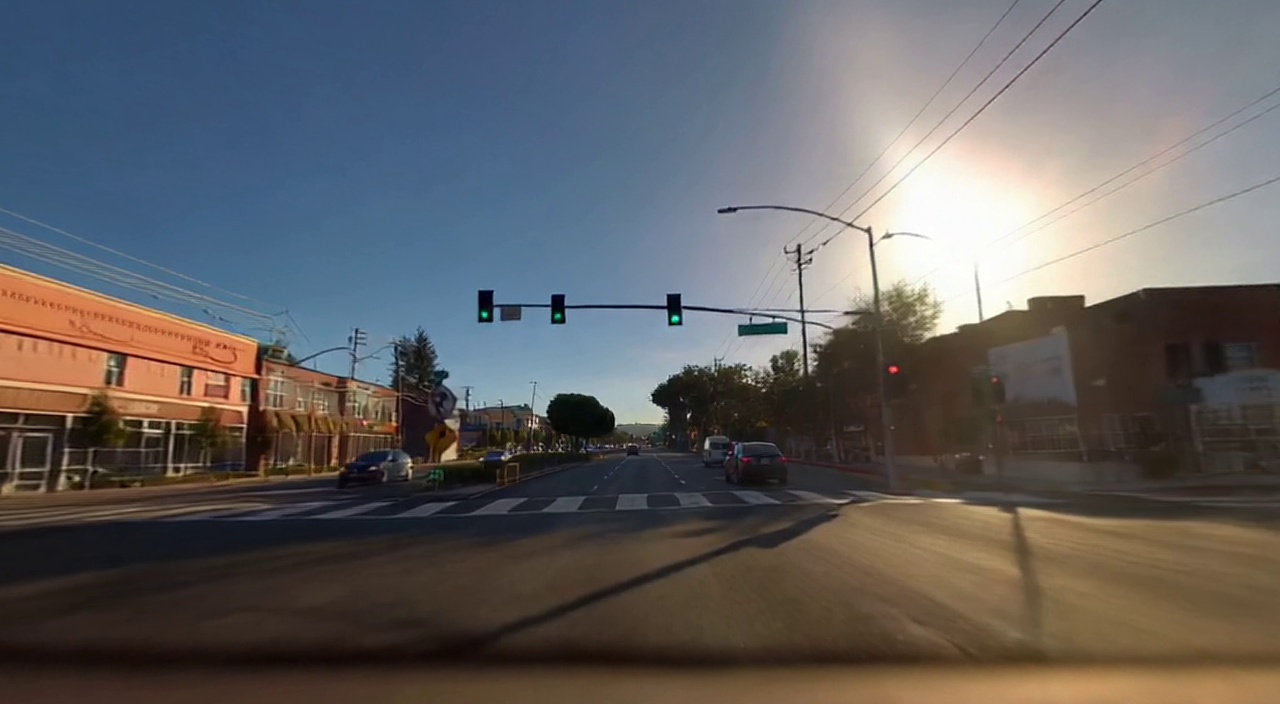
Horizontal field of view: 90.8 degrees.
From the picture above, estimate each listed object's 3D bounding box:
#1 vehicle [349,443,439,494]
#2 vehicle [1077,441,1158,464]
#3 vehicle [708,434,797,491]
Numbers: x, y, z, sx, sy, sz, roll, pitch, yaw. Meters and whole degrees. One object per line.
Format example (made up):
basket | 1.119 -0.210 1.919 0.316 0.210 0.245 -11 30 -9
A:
vehicle | -9.197 4.341 24.016 1.816 1.478 4.404 -2 -6 -2
vehicle | 34.610 7.292 45.825 4.236 1.632 1.892 0 -8 1
vehicle | 3.635 3.667 21.294 2.128 1.699 4.222 0 -8 -1
